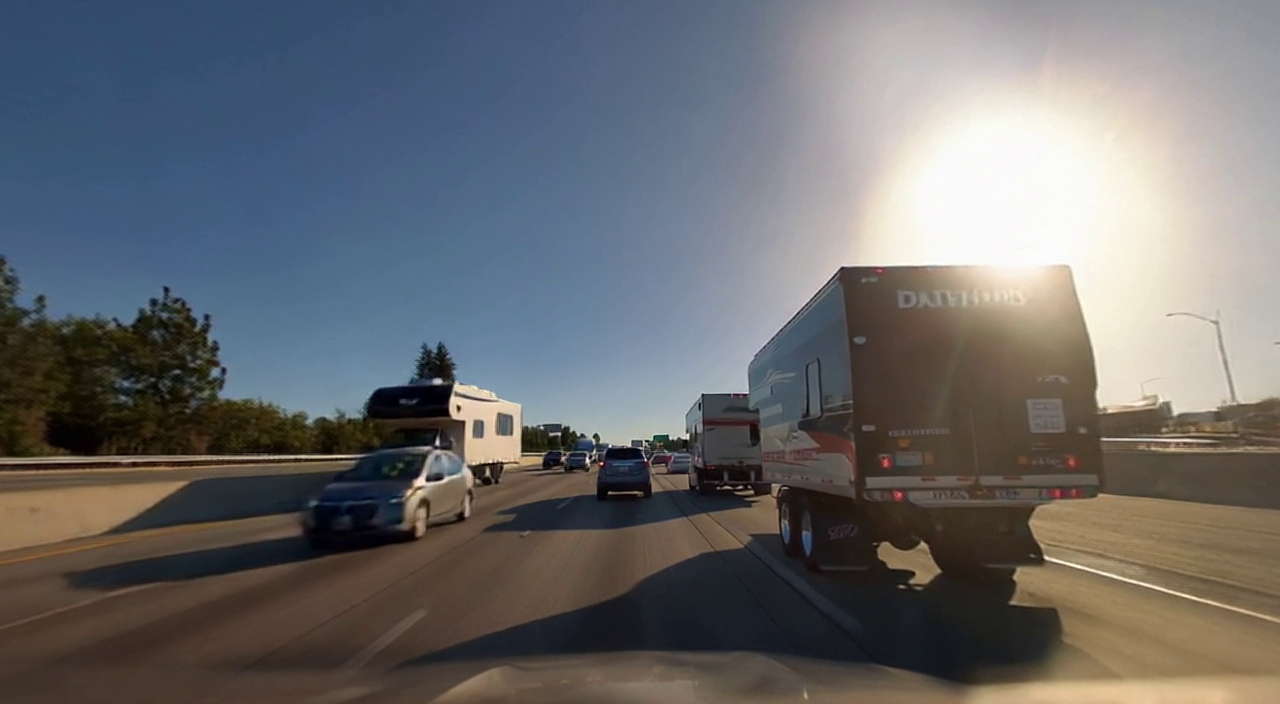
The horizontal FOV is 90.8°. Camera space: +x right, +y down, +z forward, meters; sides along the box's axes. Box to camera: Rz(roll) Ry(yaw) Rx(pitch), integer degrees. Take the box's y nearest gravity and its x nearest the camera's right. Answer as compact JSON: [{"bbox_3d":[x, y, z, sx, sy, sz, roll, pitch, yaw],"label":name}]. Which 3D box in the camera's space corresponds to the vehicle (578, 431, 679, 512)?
[{"bbox_3d":[-0.279,2.922,15.840,2.201,1.719,4.058,0,-9,-1],"label":"vehicle"}]

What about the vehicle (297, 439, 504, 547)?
[{"bbox_3d":[-3.816,2.301,10.932,1.980,1.499,3.944,0,-9,1],"label":"vehicle"}]

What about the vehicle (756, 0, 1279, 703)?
[{"bbox_3d":[2.795,0.063,3.895,2.934,3.963,5.832,0,-9,-1],"label":"vehicle"}]

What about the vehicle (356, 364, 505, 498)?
[{"bbox_3d":[-6.910,2.796,21.925,3.008,3.987,5.871,0,-9,1],"label":"vehicle"}]
